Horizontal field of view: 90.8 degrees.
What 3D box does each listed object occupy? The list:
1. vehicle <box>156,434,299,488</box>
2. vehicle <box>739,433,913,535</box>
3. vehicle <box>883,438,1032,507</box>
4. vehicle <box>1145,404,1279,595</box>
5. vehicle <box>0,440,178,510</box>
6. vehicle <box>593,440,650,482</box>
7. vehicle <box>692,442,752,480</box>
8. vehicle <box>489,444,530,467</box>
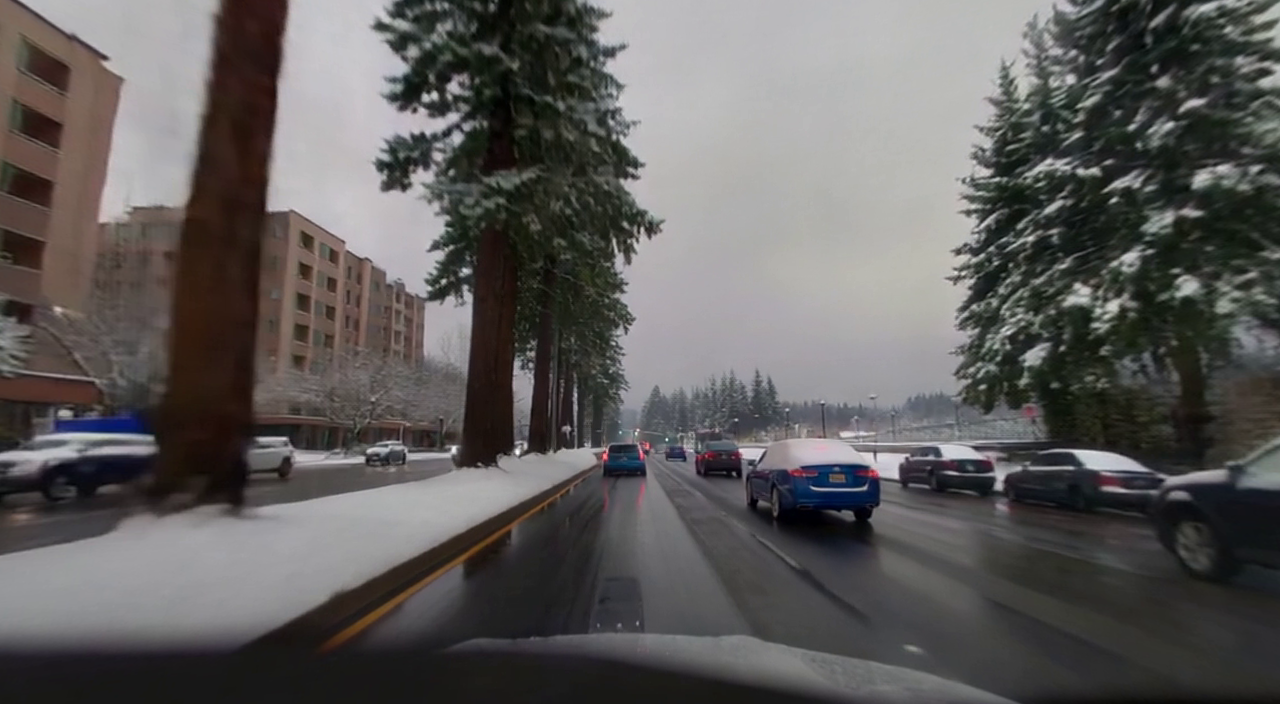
[{"bbox_3d":[-15.968,4.236,24.927,2.108,1.876,5.260,0,-9,0],"label":"vehicle"},{"bbox_3d":[3.080,2.262,11.376,1.852,1.498,3.825,0,-9,-2],"label":"vehicle"},{"bbox_3d":[8.247,3.147,17.013,2.127,1.546,4.828,-1,-9,9],"label":"vehicle"},{"bbox_3d":[7.134,1.201,4.728,2.224,1.772,5.325,0,-9,-1],"label":"vehicle"},{"bbox_3d":[-16.152,3.318,17.635,2.115,1.621,5.840,0,-9,0],"label":"vehicle"},{"bbox_3d":[-0.659,4.154,24.345,1.994,1.479,3.647,0,-9,0],"label":"vehicle"},{"bbox_3d":[3.352,4.530,26.615,1.908,1.453,4.230,0,-9,-1],"label":"vehicle"},{"bbox_3d":[-9.040,7.199,43.978,1.943,1.483,4.439,0,-9,-1],"label":"vehicle"}]
